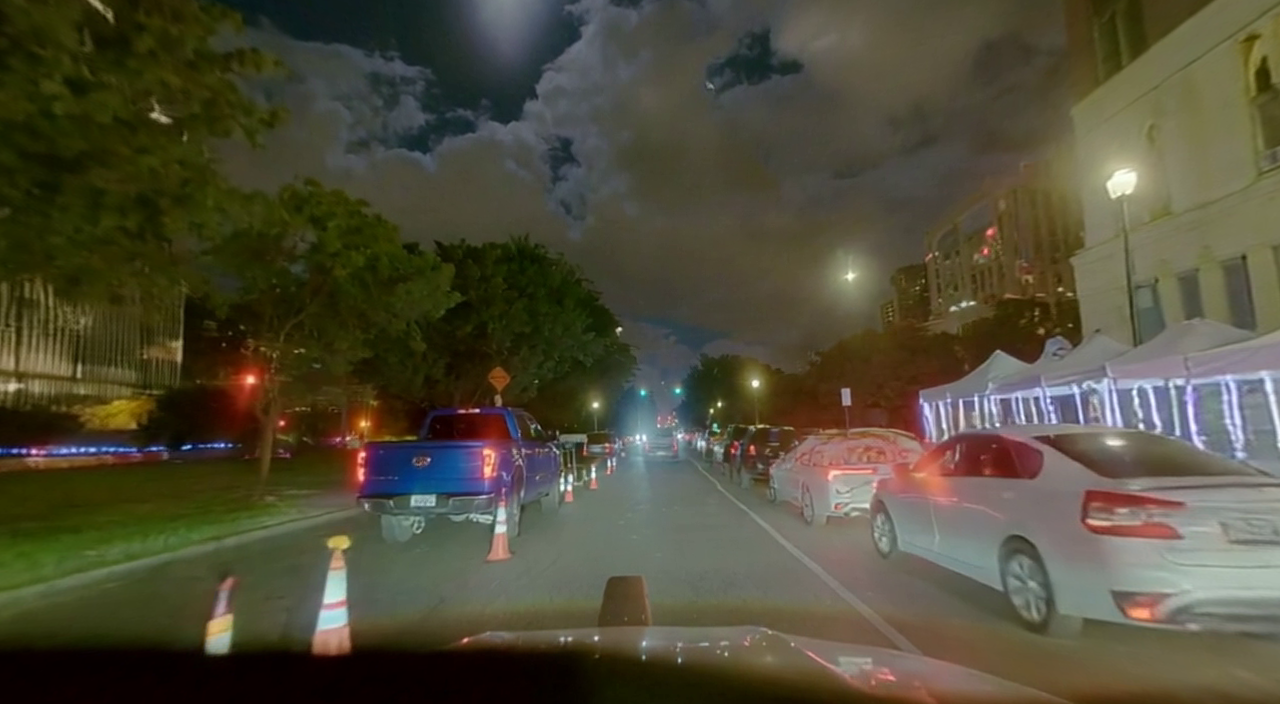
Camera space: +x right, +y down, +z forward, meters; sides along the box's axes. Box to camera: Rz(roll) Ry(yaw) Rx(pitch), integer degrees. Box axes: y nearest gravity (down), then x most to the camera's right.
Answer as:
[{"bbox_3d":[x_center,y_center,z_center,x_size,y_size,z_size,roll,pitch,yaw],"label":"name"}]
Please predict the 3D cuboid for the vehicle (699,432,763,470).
[{"bbox_3d":[3.936,4.333,27.968,2.021,1.506,4.643,0,-7,-2],"label":"vehicle"}]

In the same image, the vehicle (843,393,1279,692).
[{"bbox_3d":[3.448,1.291,5.495,1.887,1.488,4.572,0,-9,1],"label":"vehicle"}]

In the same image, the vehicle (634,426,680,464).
[{"bbox_3d":[0.838,4.802,32.457,2.183,1.784,4.317,0,-9,1],"label":"vehicle"}]

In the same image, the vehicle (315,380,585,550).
[{"bbox_3d":[-2.449,1.728,10.185,2.452,1.954,5.653,-1,-9,2],"label":"vehicle"}]

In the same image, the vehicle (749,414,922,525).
[{"bbox_3d":[3.171,2.000,11.165,1.941,1.577,4.038,-1,-9,3],"label":"vehicle"}]
